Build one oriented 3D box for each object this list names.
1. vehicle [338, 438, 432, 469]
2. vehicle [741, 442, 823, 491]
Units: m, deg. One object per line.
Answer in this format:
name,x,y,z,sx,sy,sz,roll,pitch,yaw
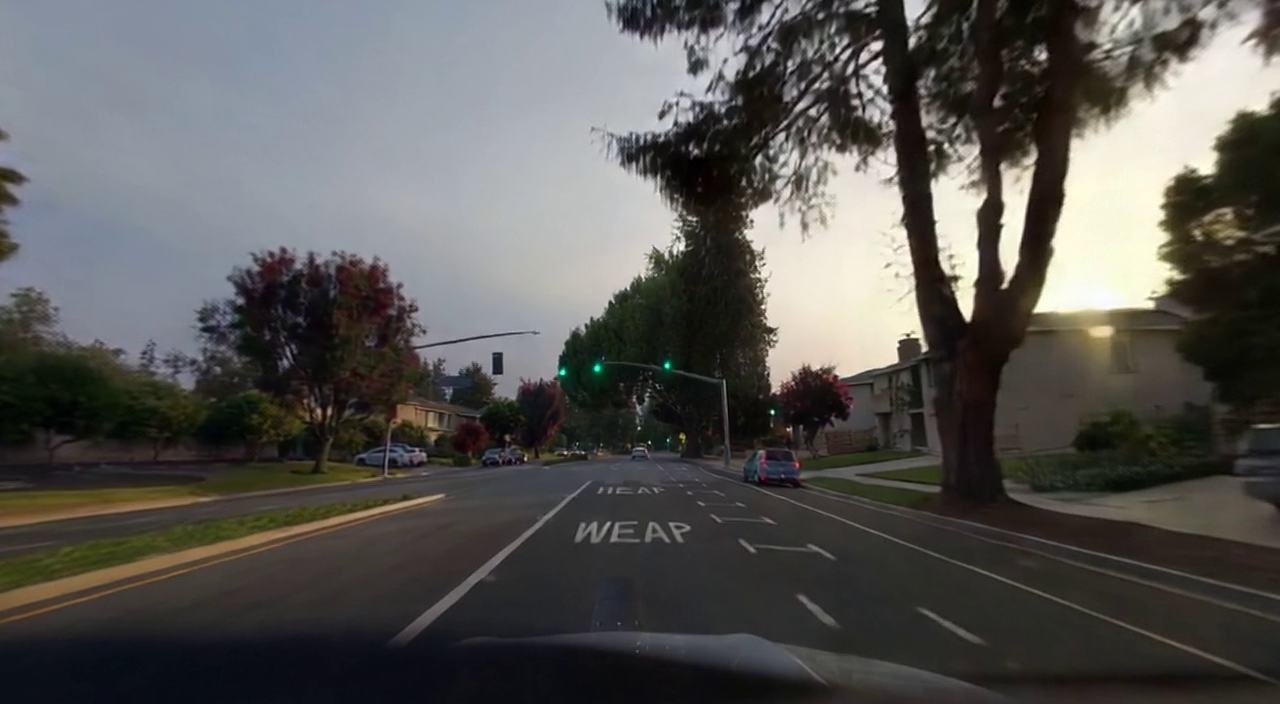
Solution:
vehicle,-17.926,7.207,44.422,5.656,1.999,2.307,-2,-10,3
vehicle,5.161,4.209,23.500,1.979,1.637,4.321,0,-9,-1
